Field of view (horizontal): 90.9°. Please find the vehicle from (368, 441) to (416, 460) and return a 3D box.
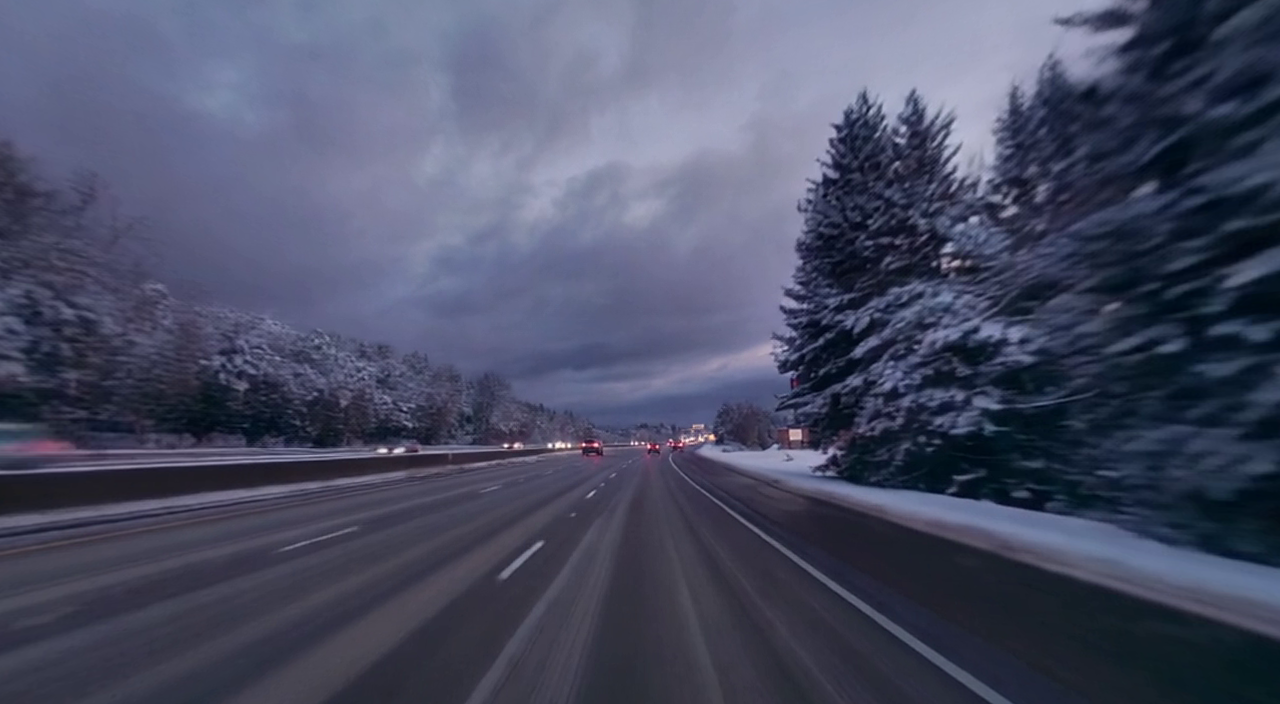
[{"bbox_3d":[-17.746,7.066,45.312,1.914,1.269,3.536,0,-8,3],"label":"vehicle"}]
